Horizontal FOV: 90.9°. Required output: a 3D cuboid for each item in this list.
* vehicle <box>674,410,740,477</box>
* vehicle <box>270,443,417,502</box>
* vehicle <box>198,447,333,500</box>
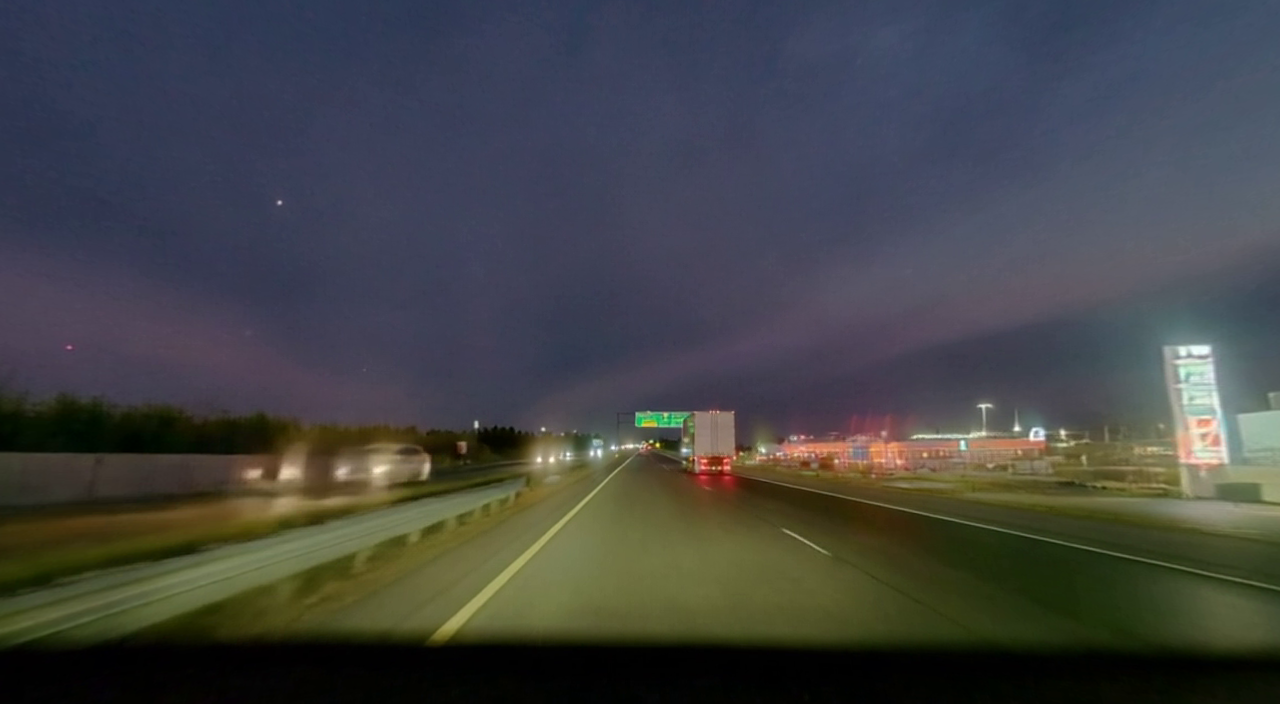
[{"bbox_3d":[4.455,6.623,45.616,3.038,4.047,13.741,0,-9,-1],"label":"vehicle"},{"bbox_3d":[-8.783,3.590,19.217,2.213,1.567,4.564,0,-9,1],"label":"vehicle"},{"bbox_3d":[-12.461,4.031,21.370,1.909,1.583,4.285,0,-9,0],"label":"vehicle"}]
